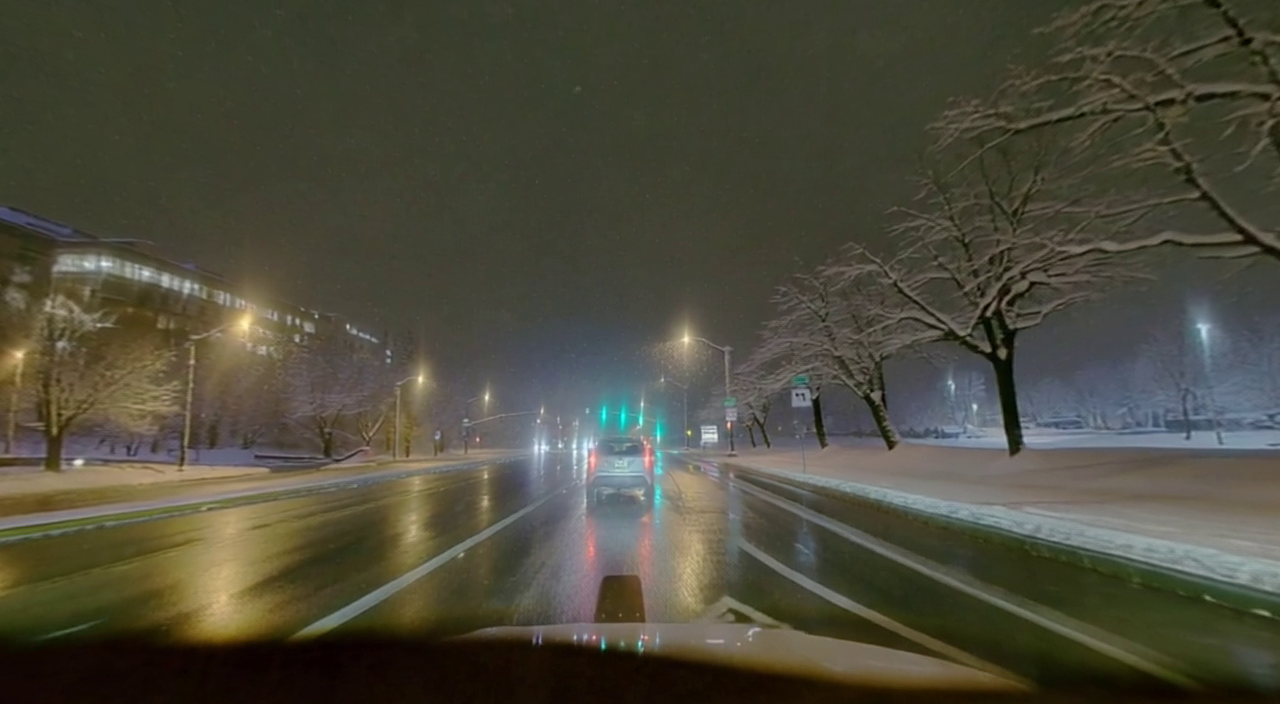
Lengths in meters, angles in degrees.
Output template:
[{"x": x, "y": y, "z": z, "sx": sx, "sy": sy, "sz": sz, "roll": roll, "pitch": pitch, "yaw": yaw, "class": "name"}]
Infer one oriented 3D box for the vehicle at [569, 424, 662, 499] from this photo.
[{"x": -0.553, "y": 2.816, "z": 16.630, "sx": 2.130, "sy": 1.711, "sz": 4.038, "roll": 0, "pitch": -8, "yaw": 0, "class": "vehicle"}]
